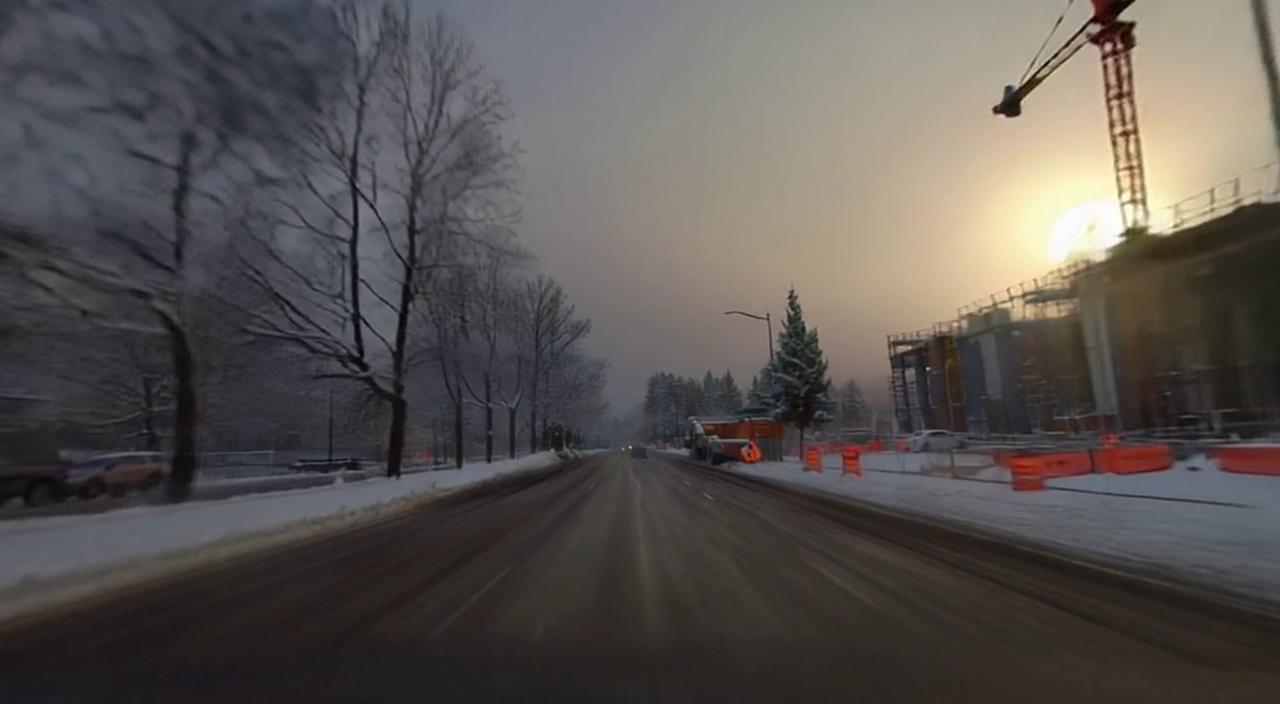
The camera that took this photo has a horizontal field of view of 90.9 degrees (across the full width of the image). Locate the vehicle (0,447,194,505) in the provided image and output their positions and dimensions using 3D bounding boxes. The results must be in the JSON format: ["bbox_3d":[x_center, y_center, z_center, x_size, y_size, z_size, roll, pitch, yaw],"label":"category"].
[{"bbox_3d":[-22.162,4.951,25.913,2.578,2.030,6.687,-1,-8,2],"label":"vehicle"}]

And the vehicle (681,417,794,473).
[{"bbox_3d":[5.565,5.561,37.635,3.060,2.963,7.552,3,-9,-23],"label":"vehicle"}]
